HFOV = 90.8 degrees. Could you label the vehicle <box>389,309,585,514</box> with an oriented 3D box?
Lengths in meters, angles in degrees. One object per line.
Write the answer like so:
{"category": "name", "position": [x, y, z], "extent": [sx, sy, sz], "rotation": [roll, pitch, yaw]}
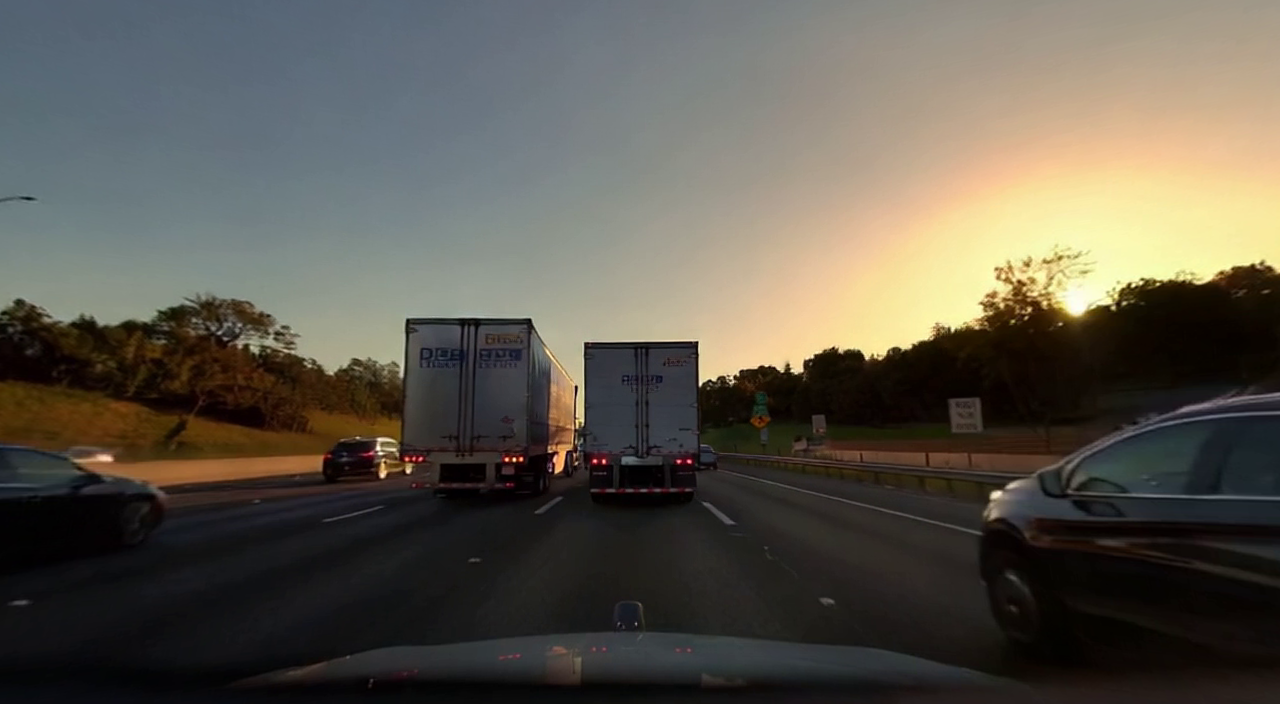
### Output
{"category": "vehicle", "position": [-3.729, 2.361, 20.633], "extent": [2.873, 4.107, 15.970], "rotation": [0, -9, -2]}

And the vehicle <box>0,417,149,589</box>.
{"category": "vehicle", "position": [-7.389, 1.451, 5.916], "extent": [2.017, 1.694, 4.420], "rotation": [0, -9, -1]}

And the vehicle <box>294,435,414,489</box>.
{"category": "vehicle", "position": [-10.992, 4.261, 24.889], "extent": [2.120, 1.862, 5.530], "rotation": [0, -9, 0]}

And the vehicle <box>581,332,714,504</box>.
{"category": "vehicle", "position": [0.087, 2.167, 18.953], "extent": [2.910, 3.828, 9.805], "rotation": [0, -9, -1]}

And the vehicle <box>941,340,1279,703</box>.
{"category": "vehicle", "position": [3.912, 0.935, 3.511], "extent": [2.136, 1.753, 4.644], "rotation": [0, -9, 0]}
